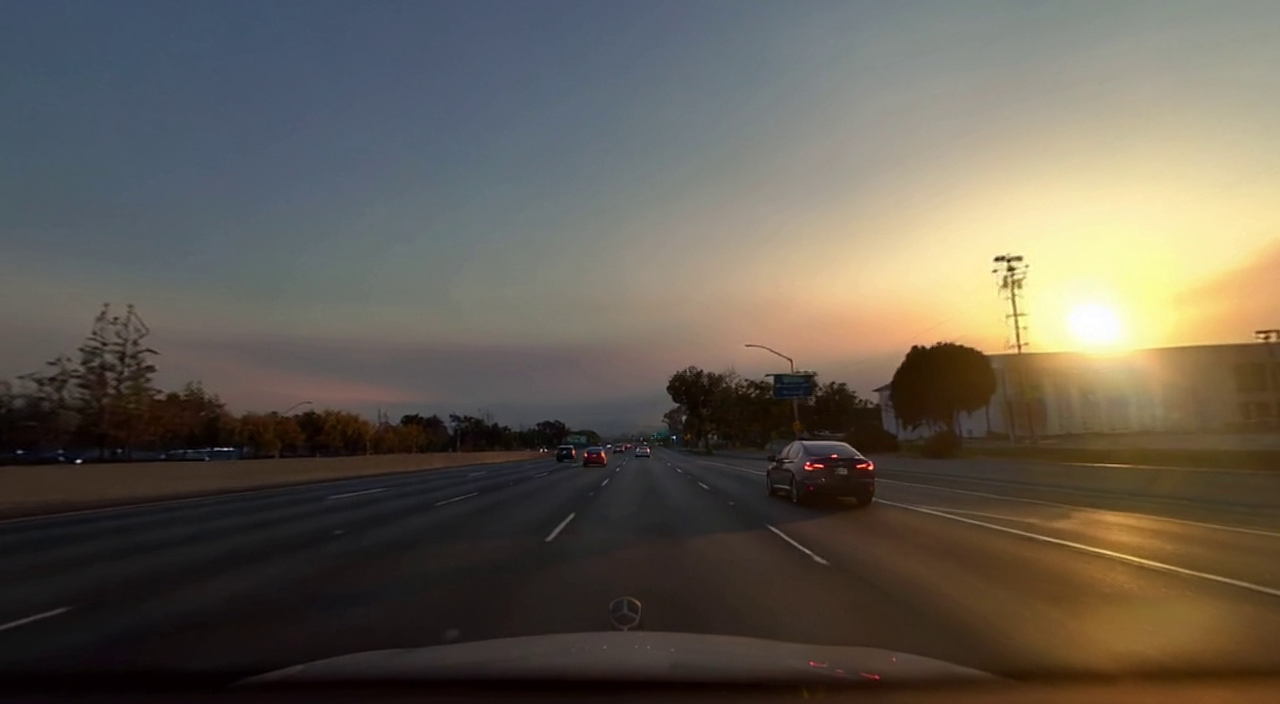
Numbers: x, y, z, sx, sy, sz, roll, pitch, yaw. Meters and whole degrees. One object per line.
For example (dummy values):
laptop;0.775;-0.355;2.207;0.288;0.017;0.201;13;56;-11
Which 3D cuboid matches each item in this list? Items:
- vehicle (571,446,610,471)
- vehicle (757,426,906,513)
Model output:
vehicle;-3.179;6.935;41.255;2.139;1.510;4.506;0;-9;0
vehicle;4.382;2.787;15.381;2.109;1.764;4.704;0;-9;-1
